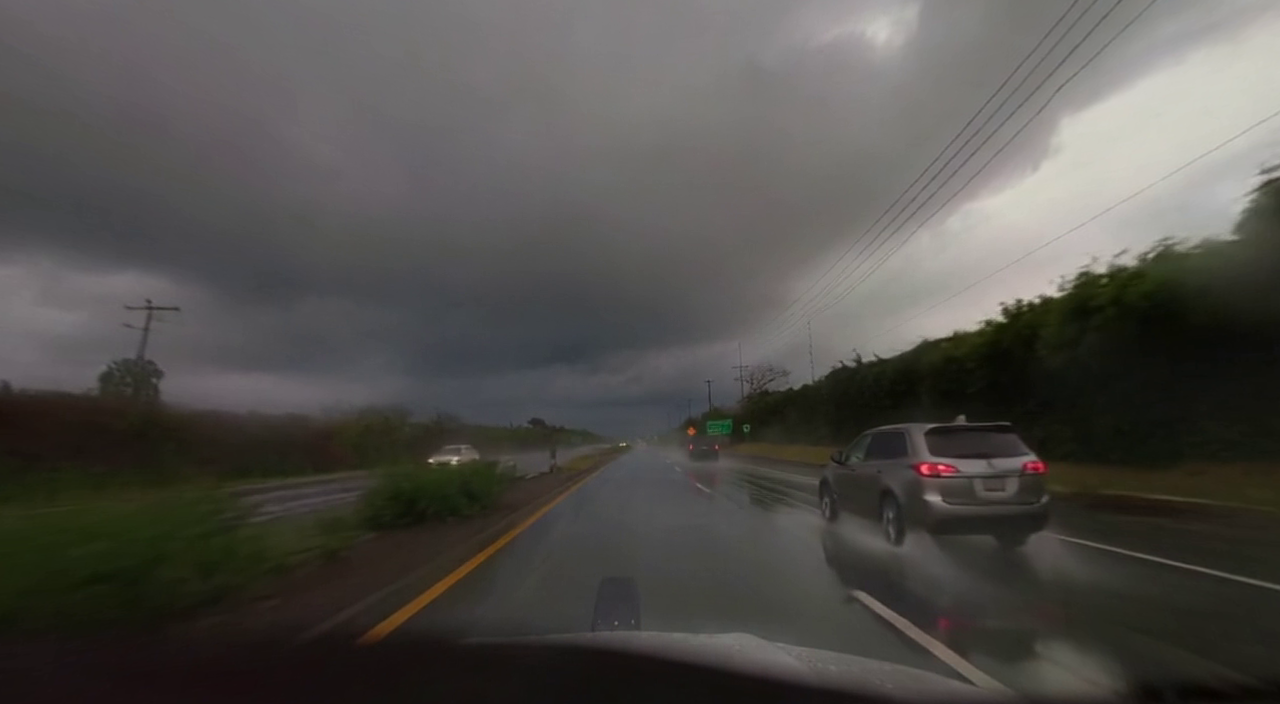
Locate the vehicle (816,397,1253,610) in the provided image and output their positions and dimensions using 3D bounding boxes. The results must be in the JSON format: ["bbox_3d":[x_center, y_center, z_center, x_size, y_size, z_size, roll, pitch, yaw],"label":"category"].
[{"bbox_3d":[3.622,1.458,7.045,1.977,1.581,4.428,-1,-8,0],"label":"vehicle"}]

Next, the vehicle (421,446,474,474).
[{"bbox_3d":[-11.094,6.217,36.453,1.954,1.530,3.423,-1,-8,0],"label":"vehicle"}]

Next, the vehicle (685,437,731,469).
[{"bbox_3d":[3.375,5.068,31.856,1.868,1.507,3.833,0,-8,-1],"label":"vehicle"}]
